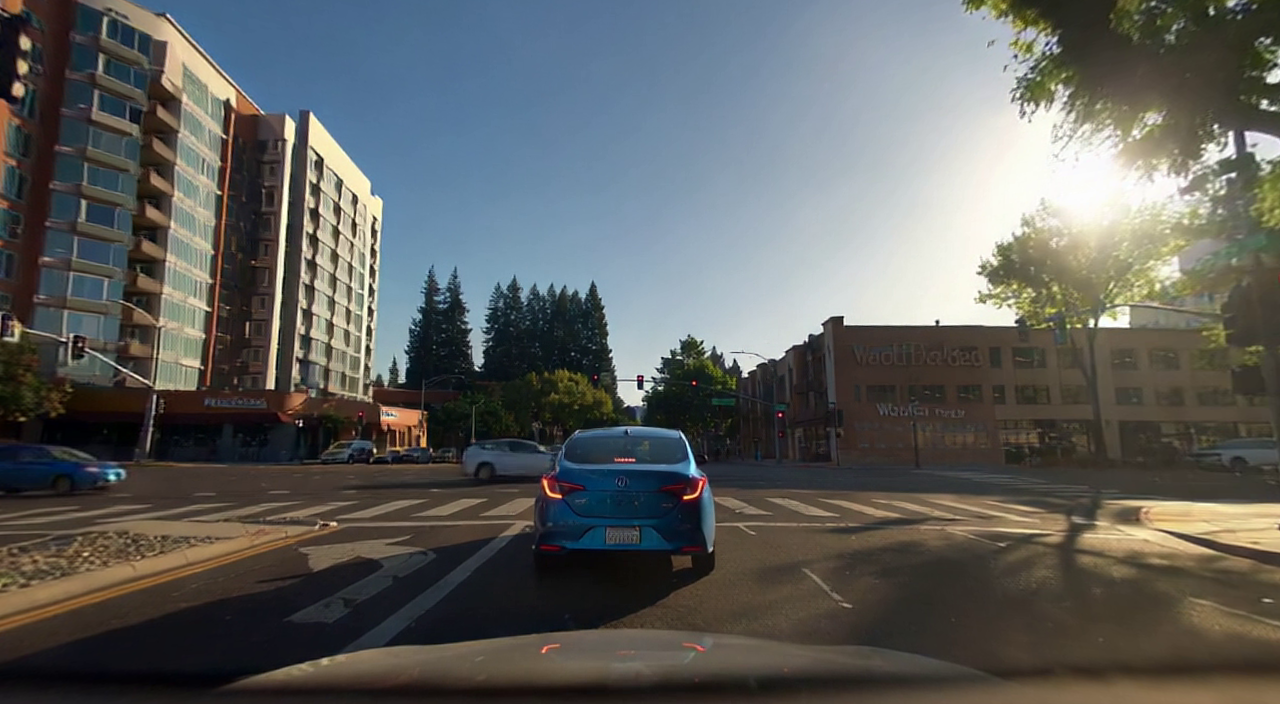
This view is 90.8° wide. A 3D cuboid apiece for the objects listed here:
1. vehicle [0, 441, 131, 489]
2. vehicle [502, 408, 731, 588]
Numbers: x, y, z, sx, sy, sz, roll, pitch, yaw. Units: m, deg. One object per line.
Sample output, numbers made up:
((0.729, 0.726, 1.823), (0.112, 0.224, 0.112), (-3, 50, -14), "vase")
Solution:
((-21.615, 4.025, 22.661), (4.891, 1.591, 2.067), (0, -8, 0), "vehicle")
((-0.243, 1.611, 7.760), (2.066, 1.618, 3.922), (0, -8, -1), "vehicle")
